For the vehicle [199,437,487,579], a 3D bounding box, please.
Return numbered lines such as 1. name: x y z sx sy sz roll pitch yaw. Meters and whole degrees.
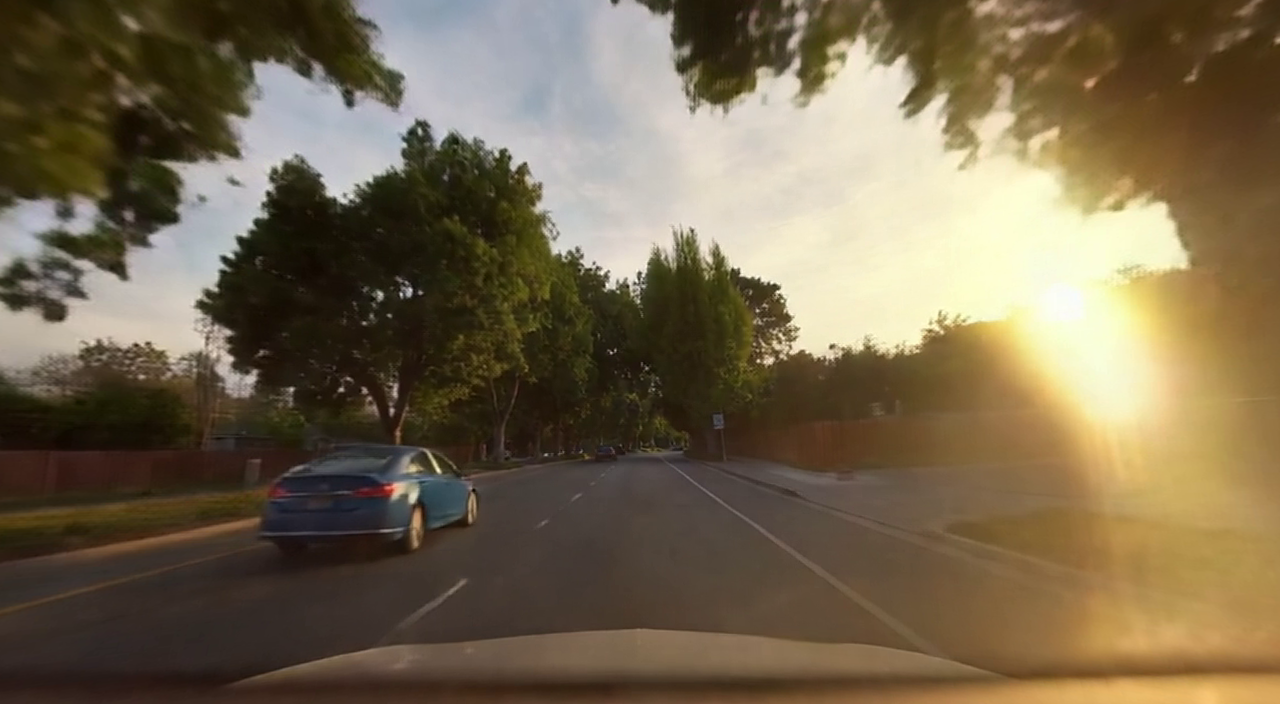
1. vehicle: -3.612 1.948 8.769 1.870 1.431 4.317 -1 -9 1
